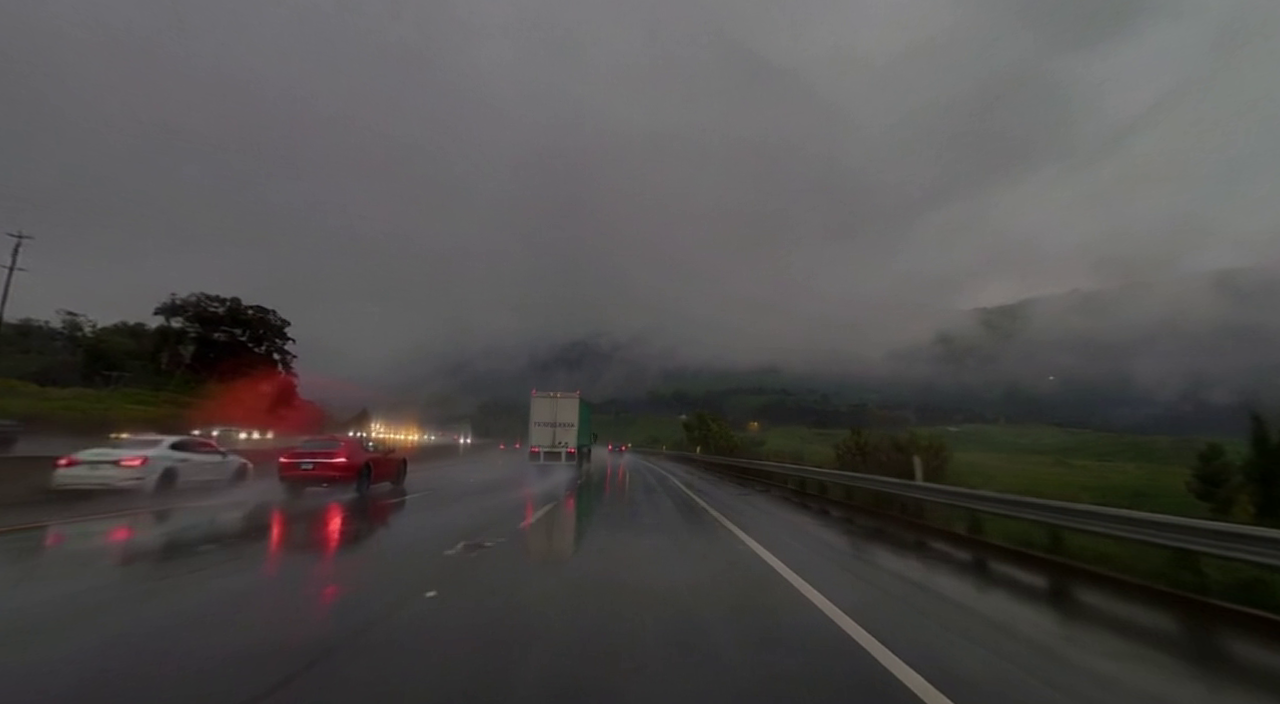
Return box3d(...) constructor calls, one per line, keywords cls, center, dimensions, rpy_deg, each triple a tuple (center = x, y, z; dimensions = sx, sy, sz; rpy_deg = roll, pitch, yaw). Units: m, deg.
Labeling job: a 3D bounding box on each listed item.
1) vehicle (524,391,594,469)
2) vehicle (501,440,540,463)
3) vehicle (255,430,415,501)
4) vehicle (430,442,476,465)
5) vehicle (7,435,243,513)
box3d(cls="vehicle", center=(-4.752, 5.115, 39.870), dimensions=(2.880, 4.025, 14.064), rpy_deg=(1, -8, -1))
box3d(cls="vehicle", center=(-9.046, 7.563, 48.030), dimensions=(2.128, 1.658, 4.443), rpy_deg=(1, -9, -1))
box3d(cls="vehicle", center=(-8.159, 3.071, 17.455), dimensions=(2.099, 1.644, 4.638), rpy_deg=(1, -9, 0))
box3d(cls="vehicle", center=(-12.593, 6.856, 42.662), dimensions=(1.868, 1.454, 4.290), rpy_deg=(1, -9, -1))
box3d(cls="vehicle", center=(-11.383, 2.688, 14.387), dimensions=(1.908, 1.491, 4.048), rpy_deg=(1, -9, 0))
